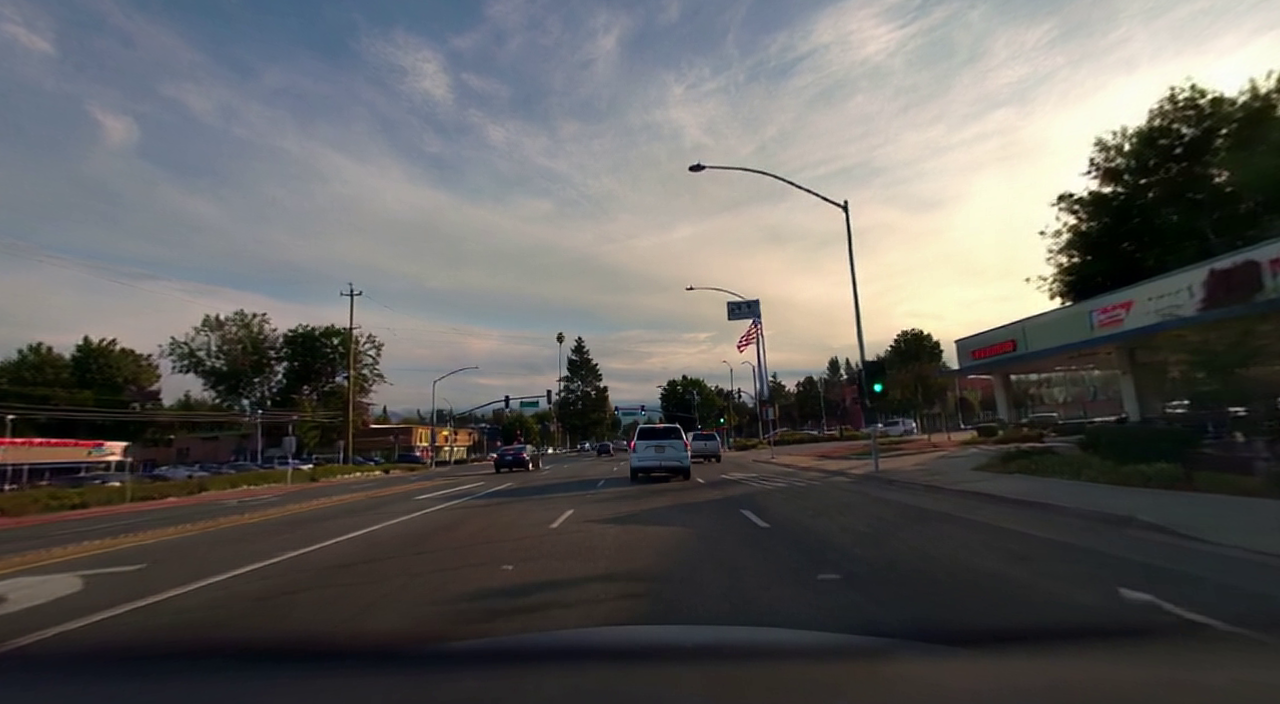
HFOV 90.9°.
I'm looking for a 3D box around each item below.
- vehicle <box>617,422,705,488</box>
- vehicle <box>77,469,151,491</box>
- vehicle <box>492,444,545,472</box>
[{"bbox_3d":[0.580,3.345,20.780,2.513,1.854,5.235,0,-8,-1],"label":"vehicle"},{"bbox_3d":[-41.014,9.951,49.314,1.792,1.450,4.553,0,-8,2],"label":"vehicle"},{"bbox_3d":[-6.602,5.793,34.722,1.966,1.461,4.422,0,-8,1],"label":"vehicle"}]
